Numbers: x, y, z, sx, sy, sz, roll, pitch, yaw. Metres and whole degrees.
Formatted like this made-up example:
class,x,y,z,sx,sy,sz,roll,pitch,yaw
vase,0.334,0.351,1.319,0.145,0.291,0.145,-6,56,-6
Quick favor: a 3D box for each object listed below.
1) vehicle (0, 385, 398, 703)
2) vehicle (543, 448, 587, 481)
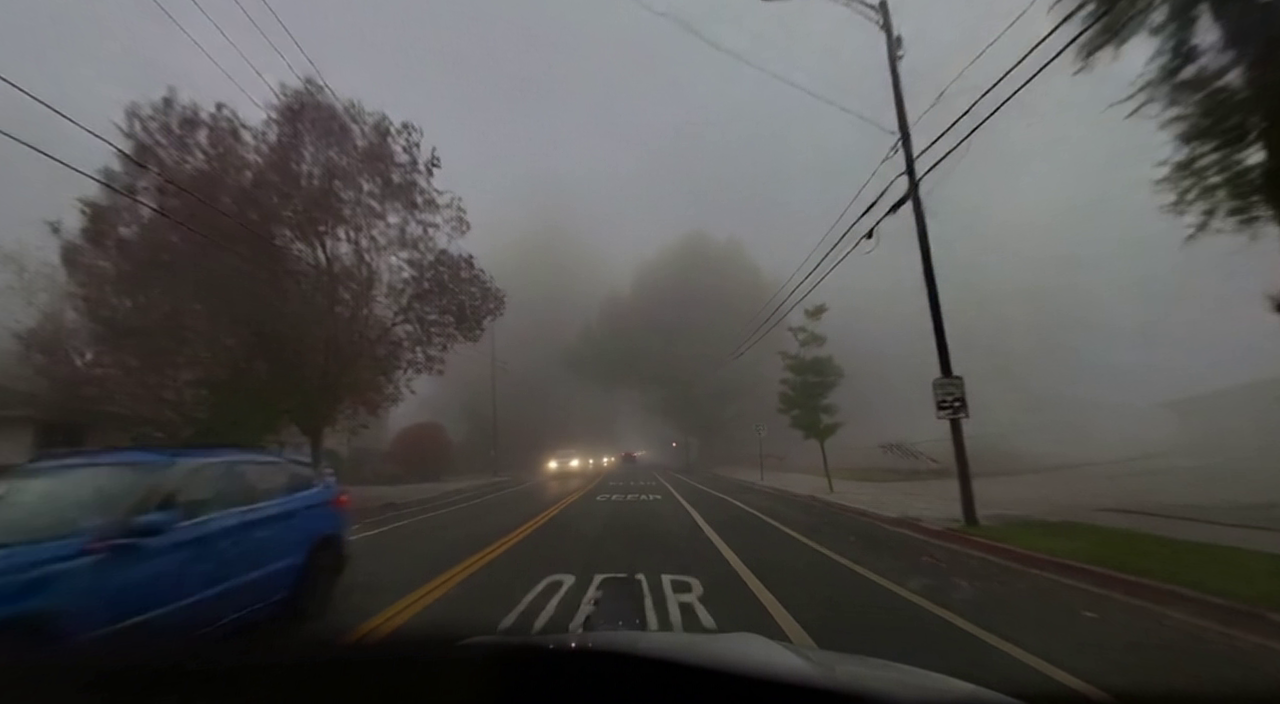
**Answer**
class,x,y,z,sx,sy,sz,roll,pitch,yaw
vehicle,-3.529,1.268,4.323,2.090,1.689,4.232,0,-9,-1
vehicle,-4.355,6.550,37.125,2.055,1.757,4.494,0,-9,0
